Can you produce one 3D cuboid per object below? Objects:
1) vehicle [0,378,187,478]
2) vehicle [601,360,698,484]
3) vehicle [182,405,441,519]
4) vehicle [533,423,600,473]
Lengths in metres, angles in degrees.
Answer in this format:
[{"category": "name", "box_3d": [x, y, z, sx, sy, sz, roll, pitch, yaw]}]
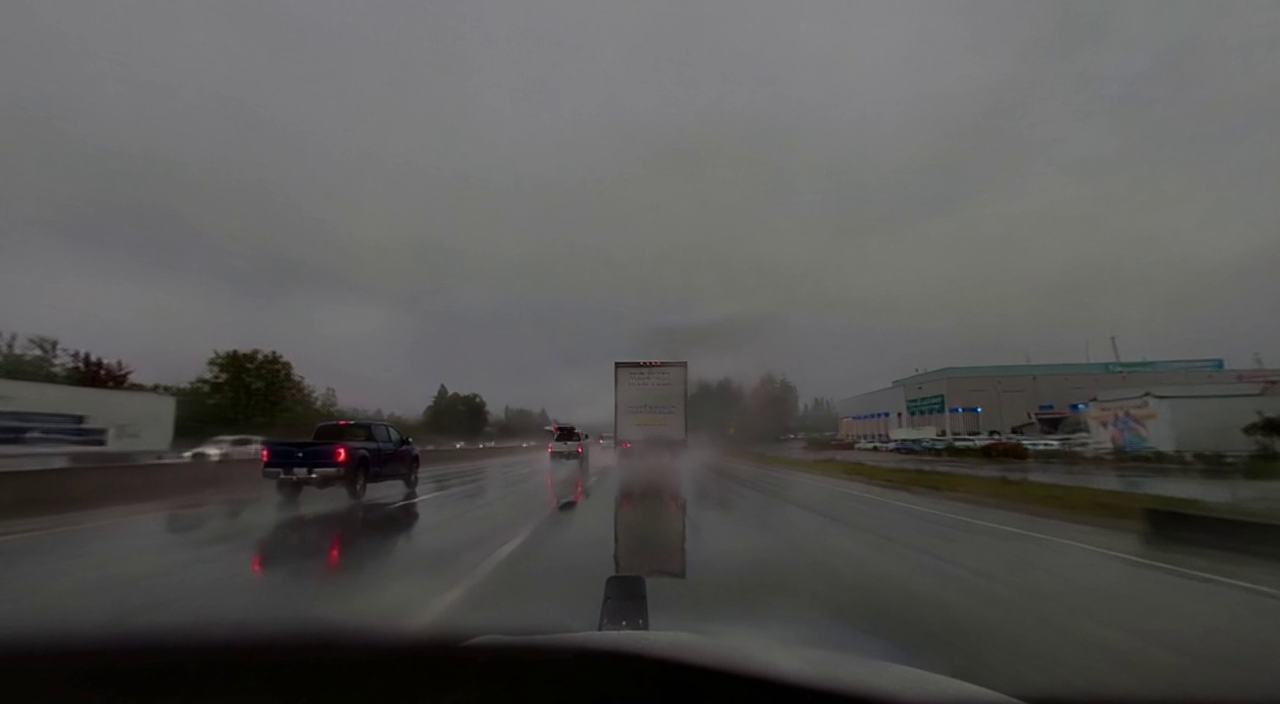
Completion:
[{"category": "vehicle", "box_3d": [-24.012, 3.350, 26.588, 2.767, 3.509, 9.241, 0, -9, 0]}, {"category": "vehicle", "box_3d": [0.268, 2.871, 24.241, 2.941, 3.794, 9.851, 0, -9, 0]}, {"category": "vehicle", "box_3d": [-6.683, 2.365, 14.024, 2.479, 1.978, 5.952, 0, -9, 1]}, {"category": "vehicle", "box_3d": [-3.276, 4.510, 29.662, 2.379, 2.075, 6.169, 0, -9, 0]}]
